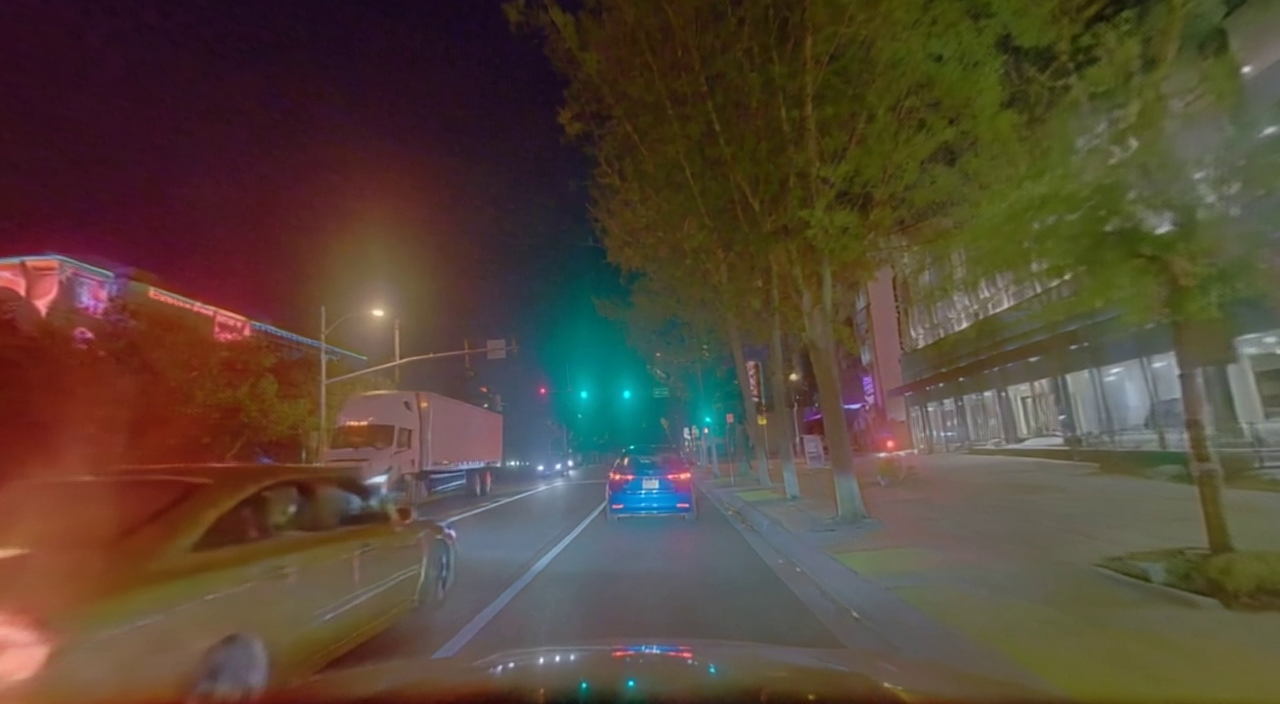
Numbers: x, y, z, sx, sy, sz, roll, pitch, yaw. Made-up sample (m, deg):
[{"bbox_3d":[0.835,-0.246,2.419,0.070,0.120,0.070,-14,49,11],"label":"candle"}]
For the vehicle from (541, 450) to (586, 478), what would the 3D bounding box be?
[{"bbox_3d":[-4.518,6.651,37.727,1.918,1.475,4.750,-1,-8,2],"label":"vehicle"}]

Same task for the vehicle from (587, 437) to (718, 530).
[{"bbox_3d":[0.232,2.411,12.128,2.094,1.478,3.922,0,-8,1],"label":"vehicle"}]

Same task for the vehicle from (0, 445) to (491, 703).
[{"bbox_3d":[-2.738,1.345,4.211,2.099,1.424,4.843,-1,-8,3],"label":"vehicle"}]
